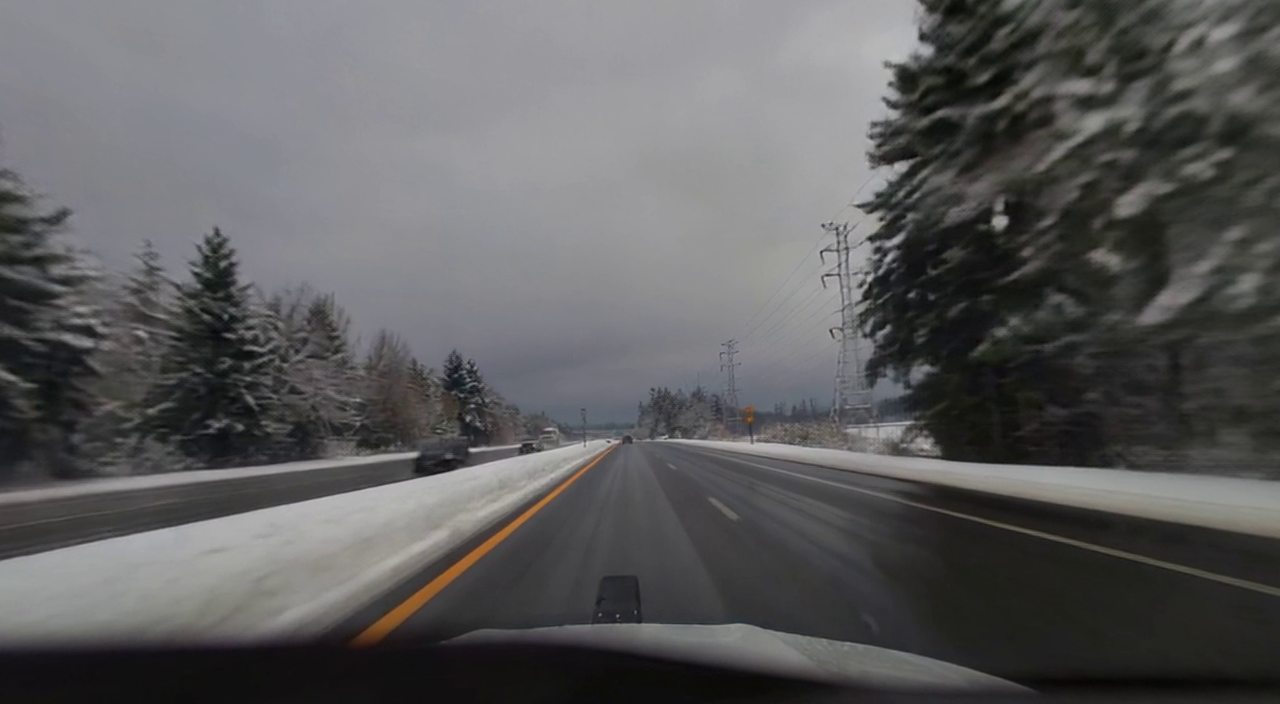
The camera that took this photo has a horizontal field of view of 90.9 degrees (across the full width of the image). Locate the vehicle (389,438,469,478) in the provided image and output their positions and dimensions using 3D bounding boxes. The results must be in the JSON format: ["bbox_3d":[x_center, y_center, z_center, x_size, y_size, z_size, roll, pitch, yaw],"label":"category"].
[{"bbox_3d":[-8.372,4.208,25.399,1.791,1.446,4.298,0,-8,-1],"label":"vehicle"}]
